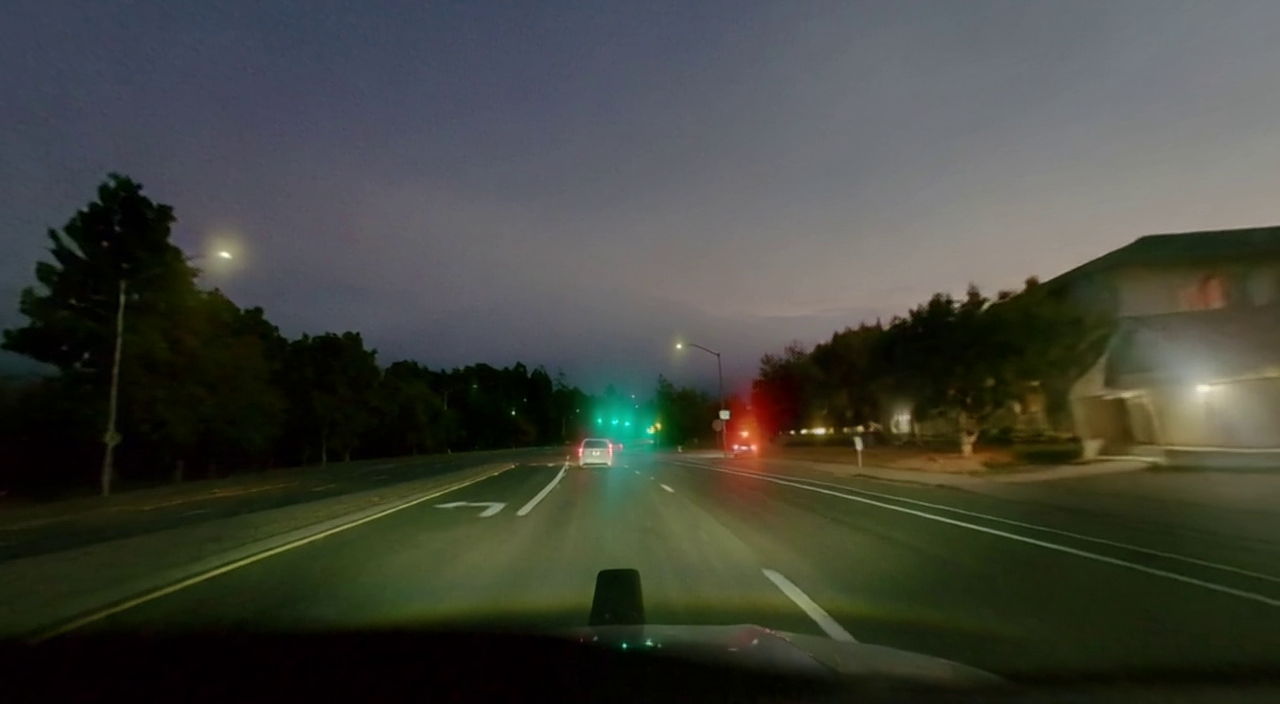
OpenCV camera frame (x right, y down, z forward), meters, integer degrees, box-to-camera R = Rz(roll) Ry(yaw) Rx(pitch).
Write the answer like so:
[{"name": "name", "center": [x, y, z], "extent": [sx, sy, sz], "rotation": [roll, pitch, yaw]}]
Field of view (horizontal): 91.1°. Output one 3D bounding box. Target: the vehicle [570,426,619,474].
[{"name": "vehicle", "center": [-2.181, 4.521, 29.100], "extent": [2.072, 2.002, 4.391], "rotation": [1, -8, -6]}]
